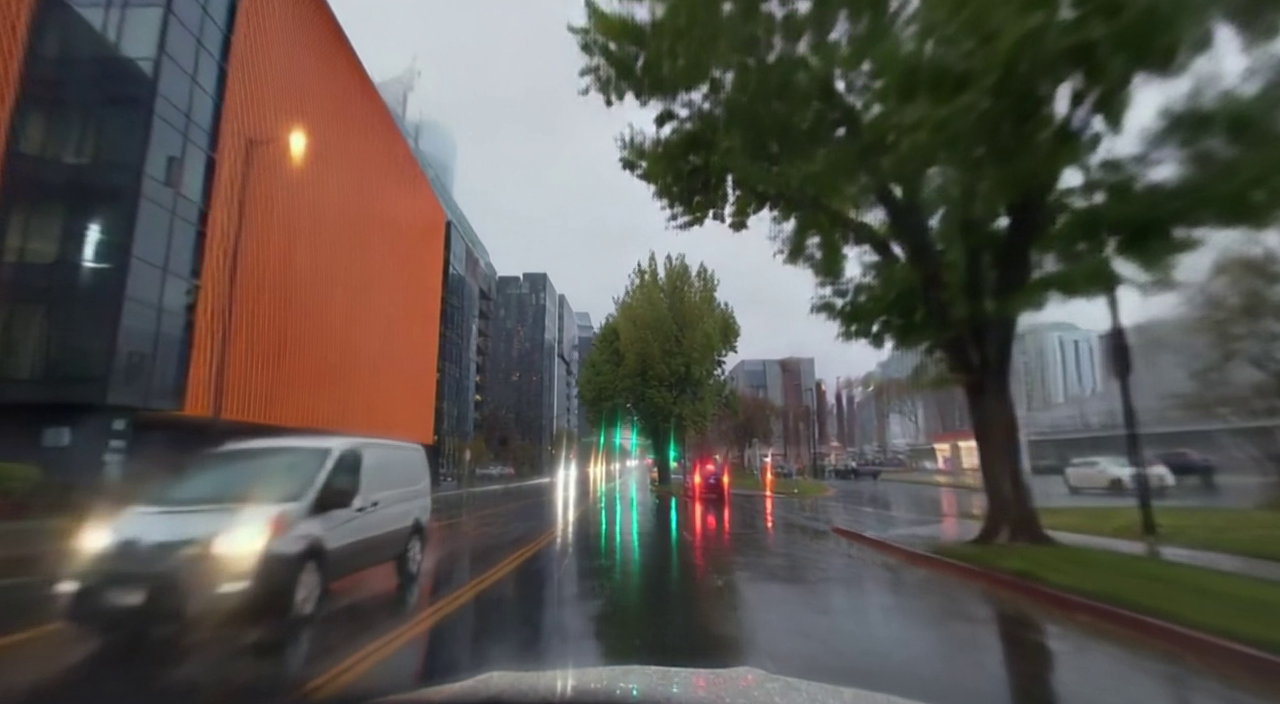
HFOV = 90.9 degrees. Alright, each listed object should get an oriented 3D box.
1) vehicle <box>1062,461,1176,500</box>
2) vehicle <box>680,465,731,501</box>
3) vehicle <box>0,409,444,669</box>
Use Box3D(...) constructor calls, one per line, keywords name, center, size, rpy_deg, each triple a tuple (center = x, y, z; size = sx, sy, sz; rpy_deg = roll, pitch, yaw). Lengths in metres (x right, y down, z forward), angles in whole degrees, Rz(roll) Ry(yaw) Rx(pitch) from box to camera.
Box3D(name="vehicle", center=(17.569, 4.712, 23.226), size=(2.767, 1.307, 1.673), rpy_deg=(-1, -10, 2))
Box3D(name="vehicle", center=(2.889, 5.851, 28.387), size=(1.899, 1.470, 3.666), rpy_deg=(1, -10, 0))
Box3D(name="vehicle", center=(-3.629, 1.601, 6.287), size=(1.956, 1.680, 4.126), rpy_deg=(0, -10, 0))
